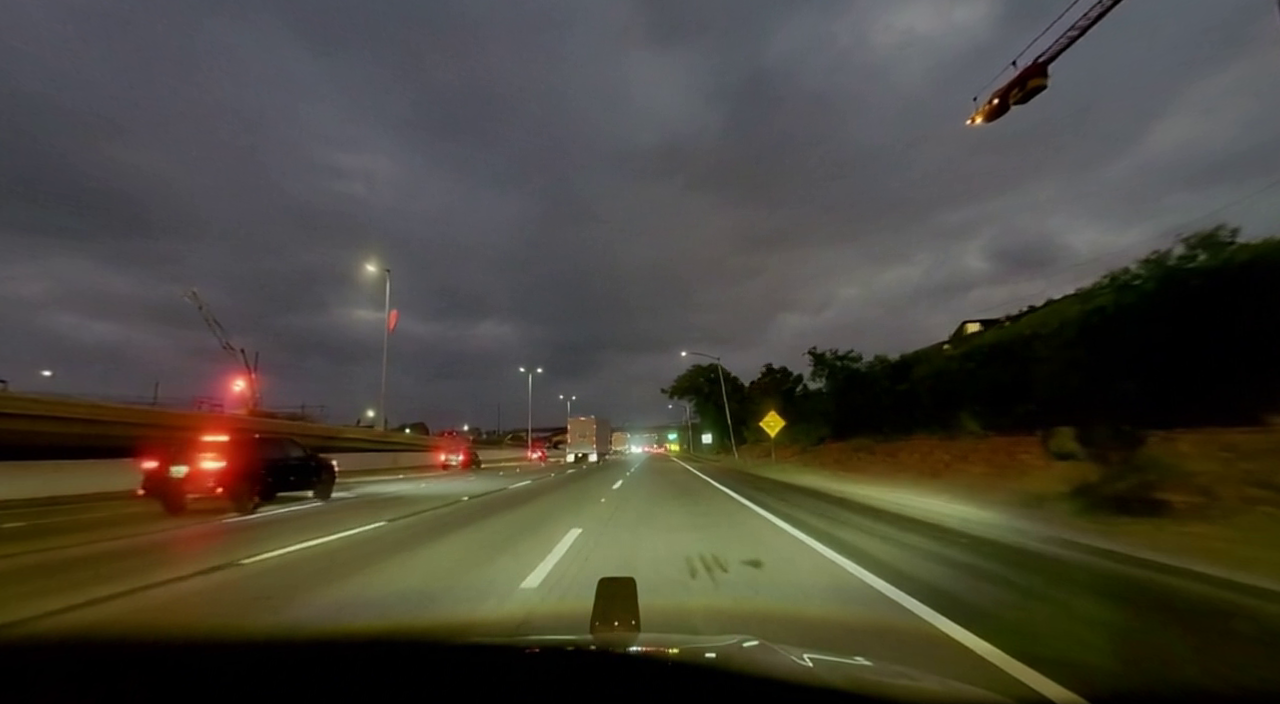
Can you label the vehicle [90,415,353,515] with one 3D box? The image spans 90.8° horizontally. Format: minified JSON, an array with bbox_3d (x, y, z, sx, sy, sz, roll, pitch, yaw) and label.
[{"bbox_3d":[-10.158,2.835,16.336,2.394,2.056,6.251,0,-9,1],"label":"vehicle"}]
